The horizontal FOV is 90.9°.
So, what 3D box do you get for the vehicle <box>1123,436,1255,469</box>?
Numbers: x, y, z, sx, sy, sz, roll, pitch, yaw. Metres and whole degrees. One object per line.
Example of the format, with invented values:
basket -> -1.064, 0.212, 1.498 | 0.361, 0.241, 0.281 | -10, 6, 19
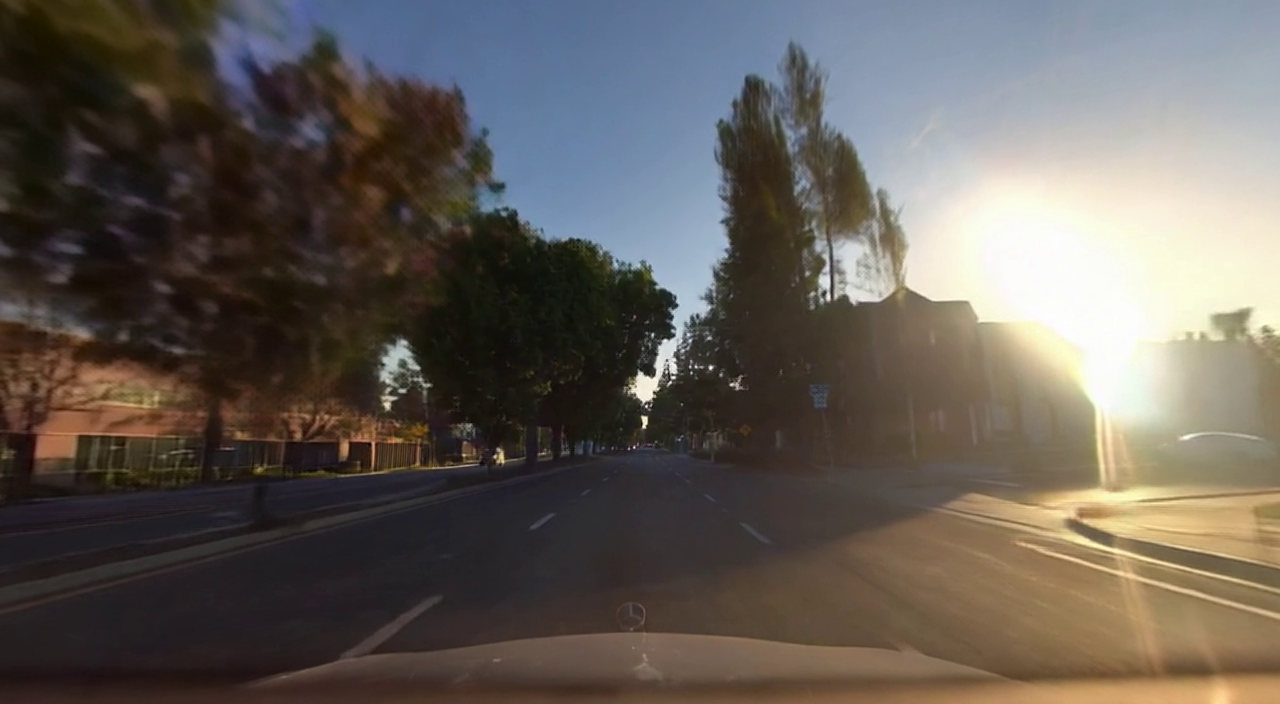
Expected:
vehicle -> 24.383, 4.472, 28.082 | 4.253, 1.418, 1.776 | 0, -9, -2
